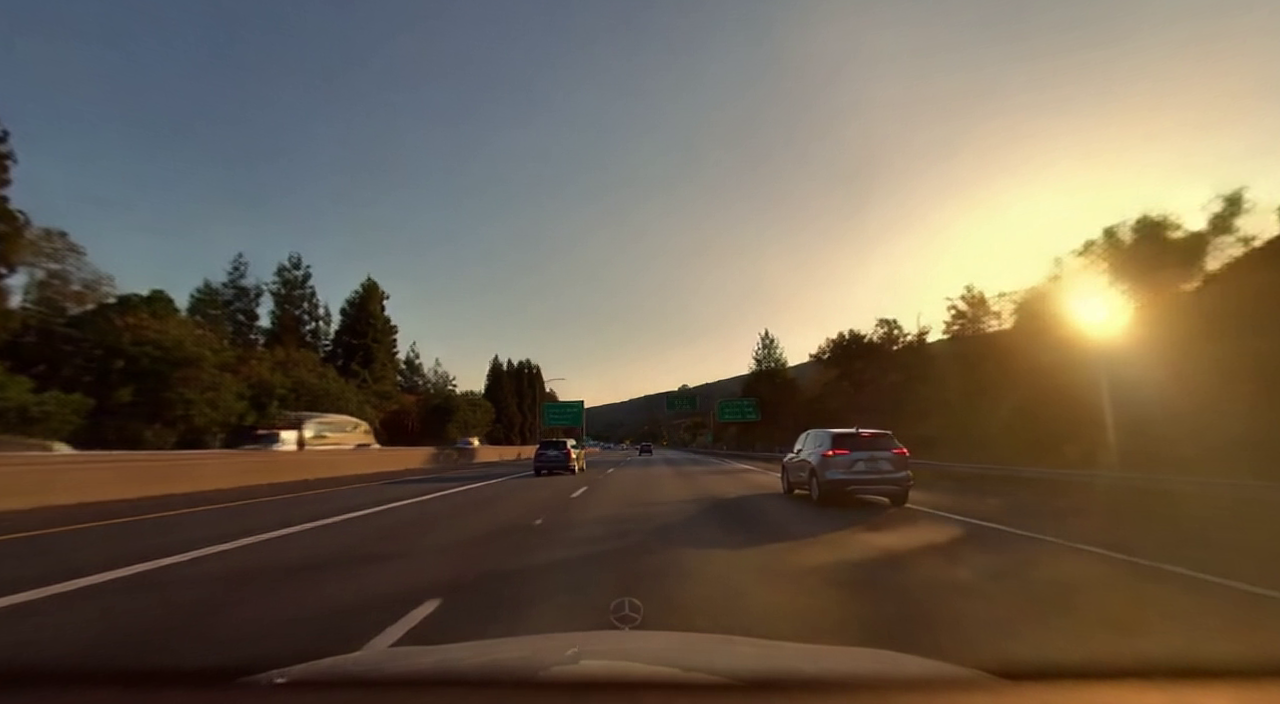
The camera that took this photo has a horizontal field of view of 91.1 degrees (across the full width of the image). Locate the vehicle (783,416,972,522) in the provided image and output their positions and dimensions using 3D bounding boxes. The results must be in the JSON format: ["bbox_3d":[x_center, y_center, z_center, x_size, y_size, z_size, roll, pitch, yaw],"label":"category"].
[{"bbox_3d":[4.562,2.323,12.993,2.149,1.796,4.487,0,-8,0],"label":"vehicle"}]

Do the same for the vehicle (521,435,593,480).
[{"bbox_3d":[-3.159,4.130,24.825,2.166,1.608,4.297,0,-8,2],"label":"vehicle"}]
